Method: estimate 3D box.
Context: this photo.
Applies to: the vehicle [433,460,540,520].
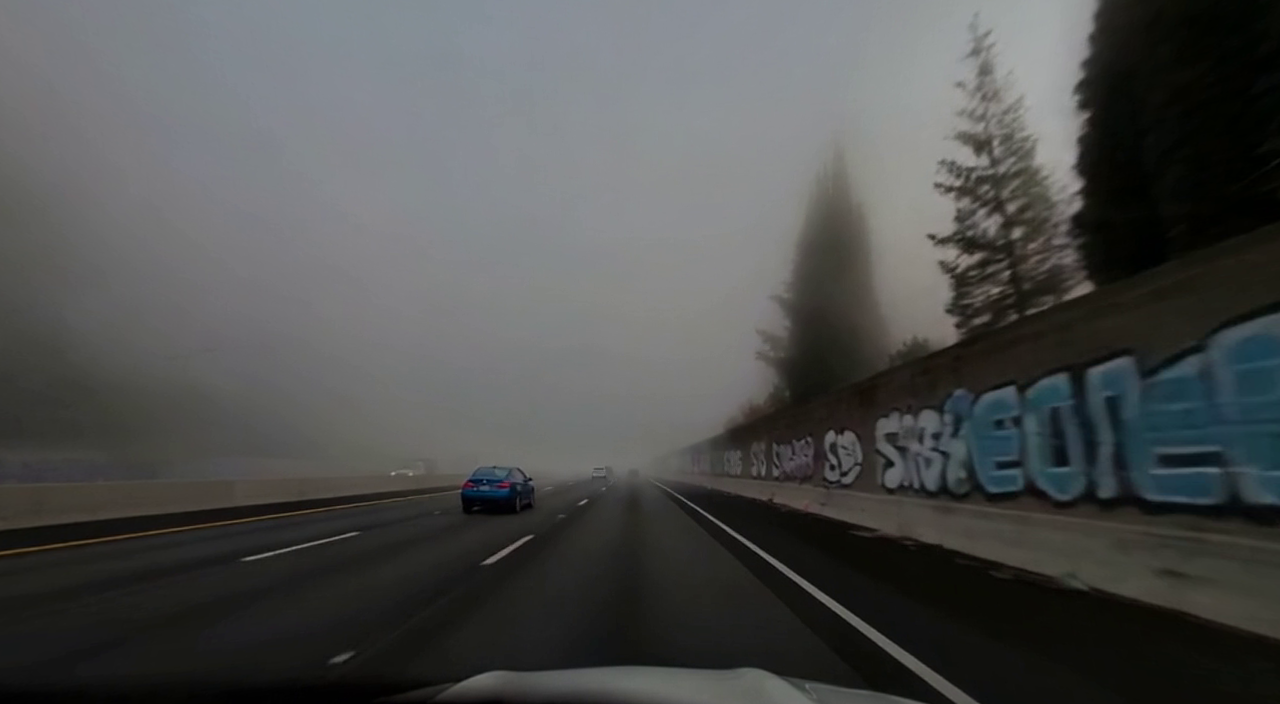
[{"bbox_3d":[-4.088,3.745,17.419,1.941,1.437,3.829,1,-10,0],"label":"vehicle"}]
